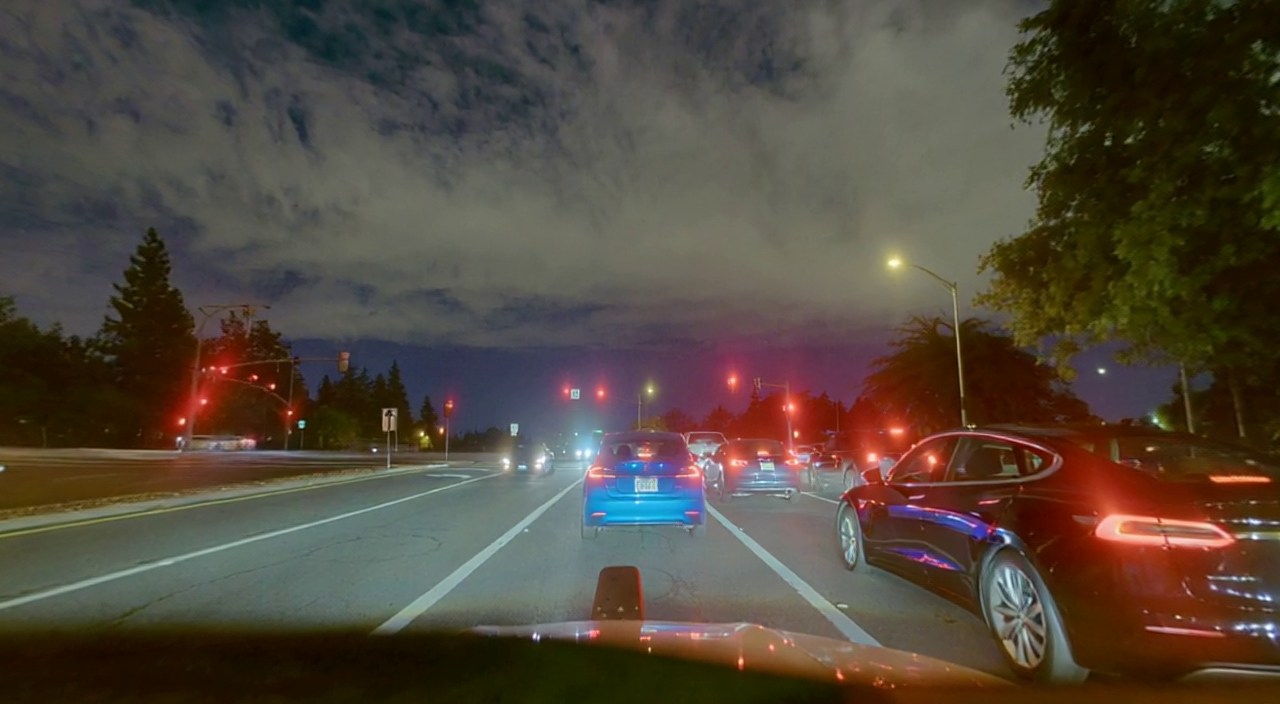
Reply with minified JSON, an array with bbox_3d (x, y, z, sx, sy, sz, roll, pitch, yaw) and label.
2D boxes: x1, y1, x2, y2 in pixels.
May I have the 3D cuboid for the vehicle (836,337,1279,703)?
[{"bbox_3d":[3.181,1.104,4.299,2.167,1.676,4.443,0,-8,-1],"label":"vehicle"}]

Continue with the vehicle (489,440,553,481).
[{"bbox_3d":[-4.653,4.286,25.249,1.972,1.457,4.171,0,-8,-4],"label":"vehicle"}]

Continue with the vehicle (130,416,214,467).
[{"bbox_3d":[-29.285,5.617,39.679,2.608,2.990,3.026,2,-8,3],"label":"vehicle"}]

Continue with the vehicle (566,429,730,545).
[{"bbox_3d":[0.017,2.082,10.451,2.147,1.499,4.240,0,-8,-2],"label":"vehicle"}]

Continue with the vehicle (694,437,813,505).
[{"bbox_3d":[2.684,2.930,16.032,2.058,1.466,4.208,0,-8,-3],"label":"vehicle"}]
